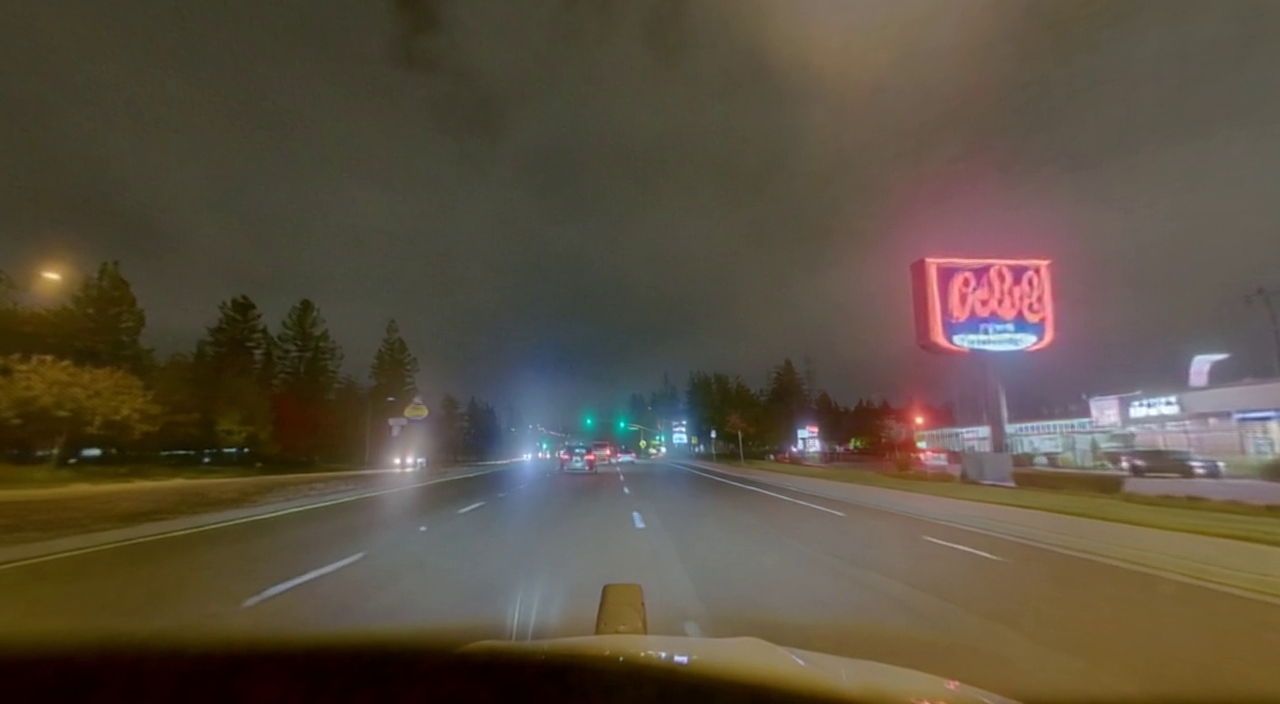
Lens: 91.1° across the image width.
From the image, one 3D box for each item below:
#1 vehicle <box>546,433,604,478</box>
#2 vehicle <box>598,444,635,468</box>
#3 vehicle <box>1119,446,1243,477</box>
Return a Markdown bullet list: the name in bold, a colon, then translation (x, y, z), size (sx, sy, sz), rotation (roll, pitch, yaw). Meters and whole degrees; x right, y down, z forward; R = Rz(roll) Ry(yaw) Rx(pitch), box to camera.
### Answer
- **vehicle**: translation (-2.904, 4.799, 29.327), size (2.222, 1.899, 5.006), rotation (0, -8, 0)
- **vehicle**: translation (-1.574, 6.741, 40.996), size (2.113, 1.446, 4.309), rotation (1, -8, -6)
- **vehicle**: translation (26.256, 5.311, 30.570), size (4.375, 1.400, 2.017), rotation (1, -8, -6)
